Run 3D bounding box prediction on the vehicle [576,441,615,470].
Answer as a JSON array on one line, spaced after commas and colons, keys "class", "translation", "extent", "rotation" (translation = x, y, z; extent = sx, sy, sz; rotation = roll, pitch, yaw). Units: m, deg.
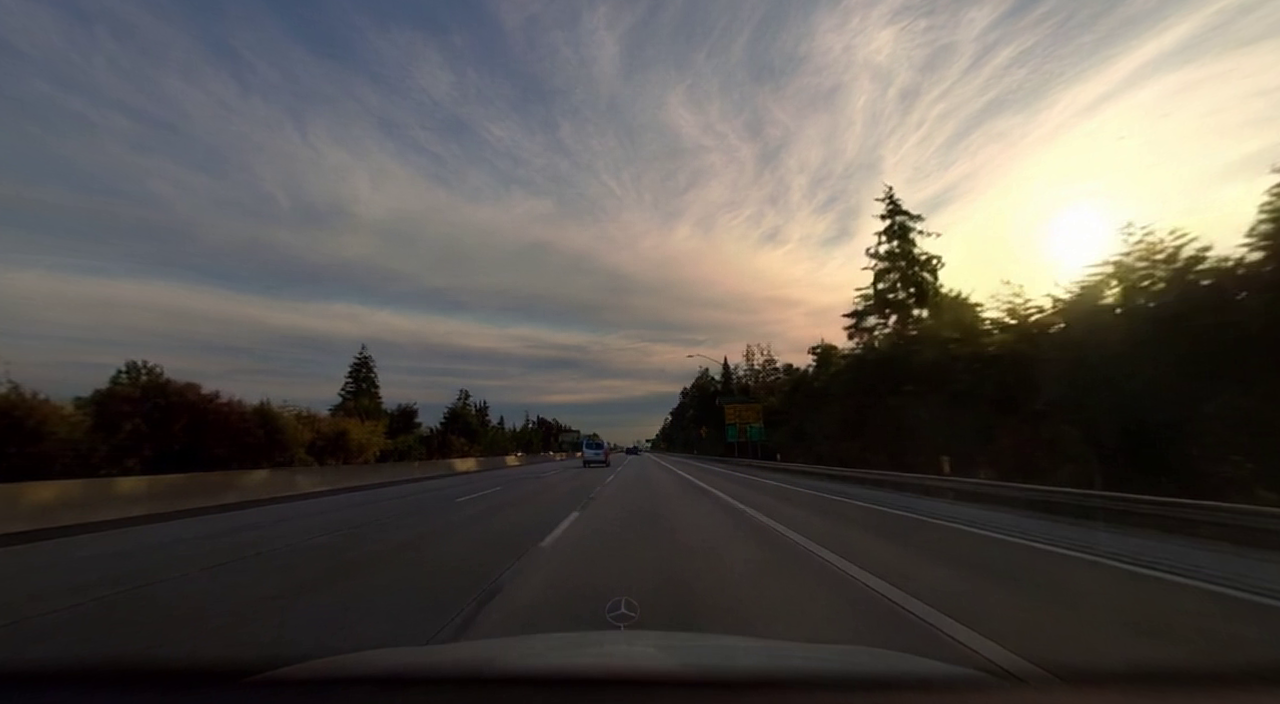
[{"class": "vehicle", "translation": [-3.129, 7.416, 45.483], "extent": [2.349, 1.973, 5.419], "rotation": [0, -9, 0]}]
